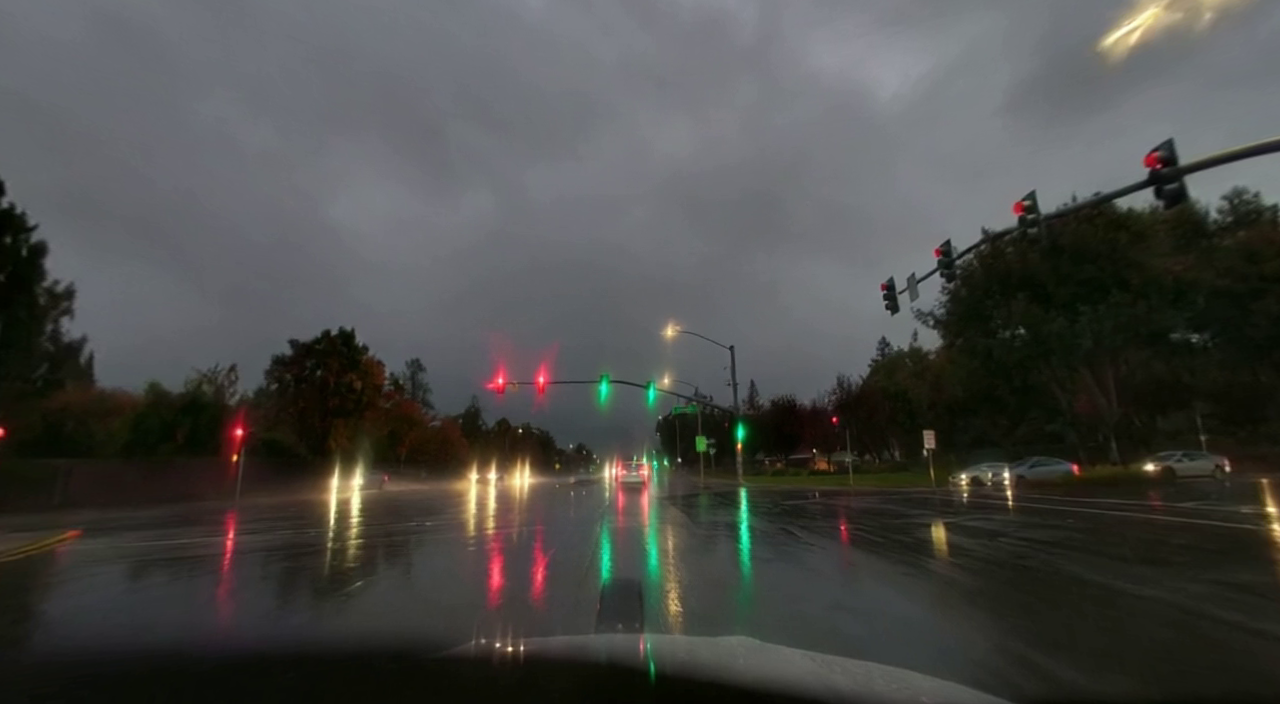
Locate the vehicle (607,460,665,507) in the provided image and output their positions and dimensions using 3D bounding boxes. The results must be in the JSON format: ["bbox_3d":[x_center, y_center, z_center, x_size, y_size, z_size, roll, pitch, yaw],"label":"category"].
[{"bbox_3d":[-0.113,4.717,22.924,1.954,1.469,3.465,0,-9,1],"label":"vehicle"}]

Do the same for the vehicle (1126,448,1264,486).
[{"bbox_3d":[26.544,5.467,30.178,4.825,1.725,2.258,1,-9,-10],"label":"vehicle"}]

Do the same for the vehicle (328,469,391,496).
[{"bbox_3d":[-20.512,9.547,46.247,2.189,1.720,4.653,-1,-9,4],"label":"vehicle"}]

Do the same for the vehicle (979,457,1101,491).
[{"bbox_3d":[18.481,5.620,29.170,4.441,1.466,1.982,1,-9,-9],"label":"vehicle"}]
